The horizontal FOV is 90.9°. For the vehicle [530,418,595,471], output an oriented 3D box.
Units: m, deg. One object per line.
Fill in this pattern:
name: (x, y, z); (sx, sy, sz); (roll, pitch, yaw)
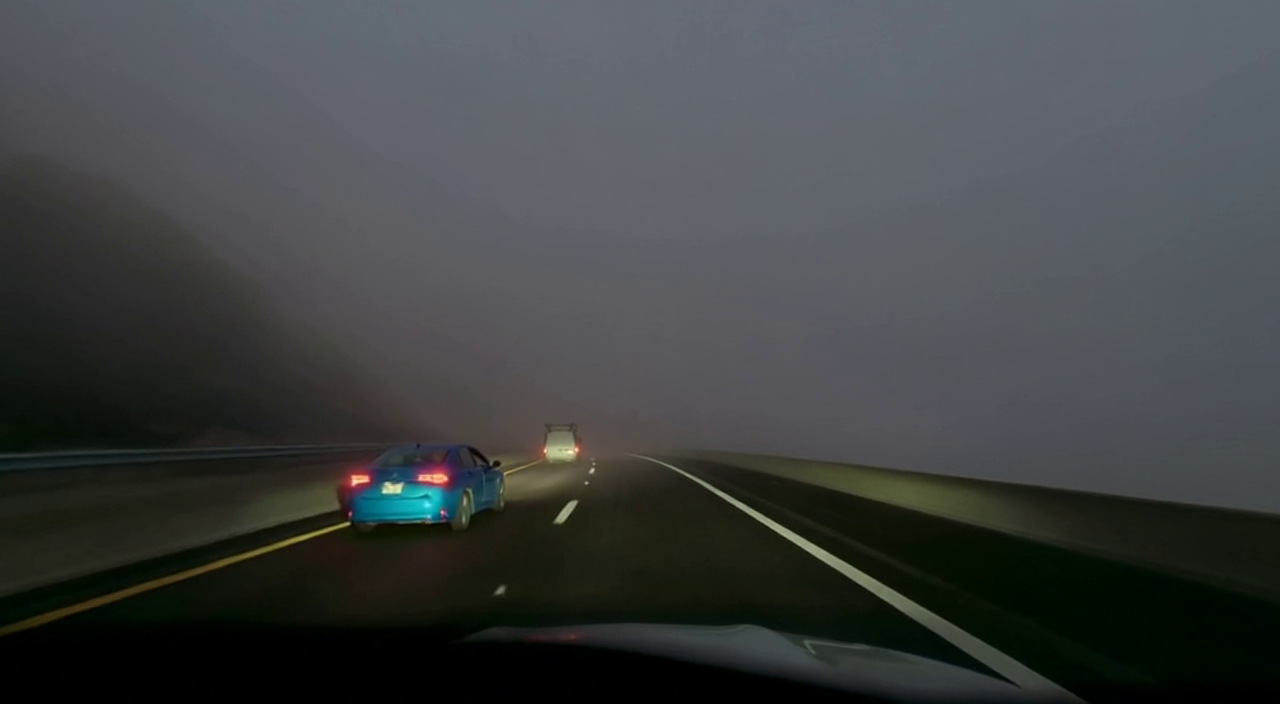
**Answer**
vehicle: (-3.472, 4.301, 29.498); (2.444, 2.204, 5.568); (0, -8, -1)

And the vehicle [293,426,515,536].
vehicle: (-3.784, 2.142, 11.211); (2.097, 1.511, 4.585); (-1, -8, 1)
